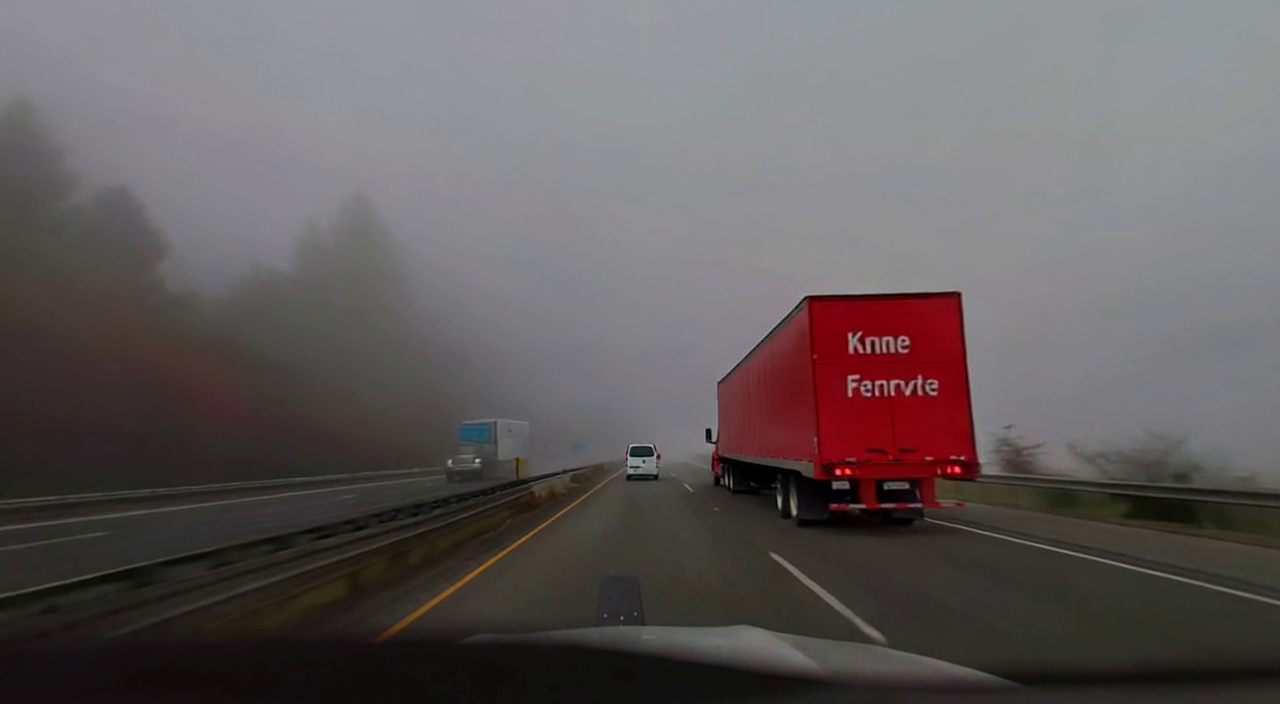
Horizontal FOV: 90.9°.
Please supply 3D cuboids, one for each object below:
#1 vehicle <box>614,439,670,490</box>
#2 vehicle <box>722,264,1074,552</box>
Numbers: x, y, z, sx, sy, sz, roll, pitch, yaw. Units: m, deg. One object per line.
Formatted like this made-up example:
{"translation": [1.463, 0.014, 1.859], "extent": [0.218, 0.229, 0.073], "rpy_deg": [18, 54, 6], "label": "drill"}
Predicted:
{"translation": [0.090, 4.515, 25.572], "extent": [2.105, 1.865, 4.102], "rpy_deg": [0, -9, 0], "label": "vehicle"}
{"translation": [4.318, 1.701, 15.032], "extent": [3.030, 3.985, 12.707], "rpy_deg": [0, -9, 0], "label": "vehicle"}
